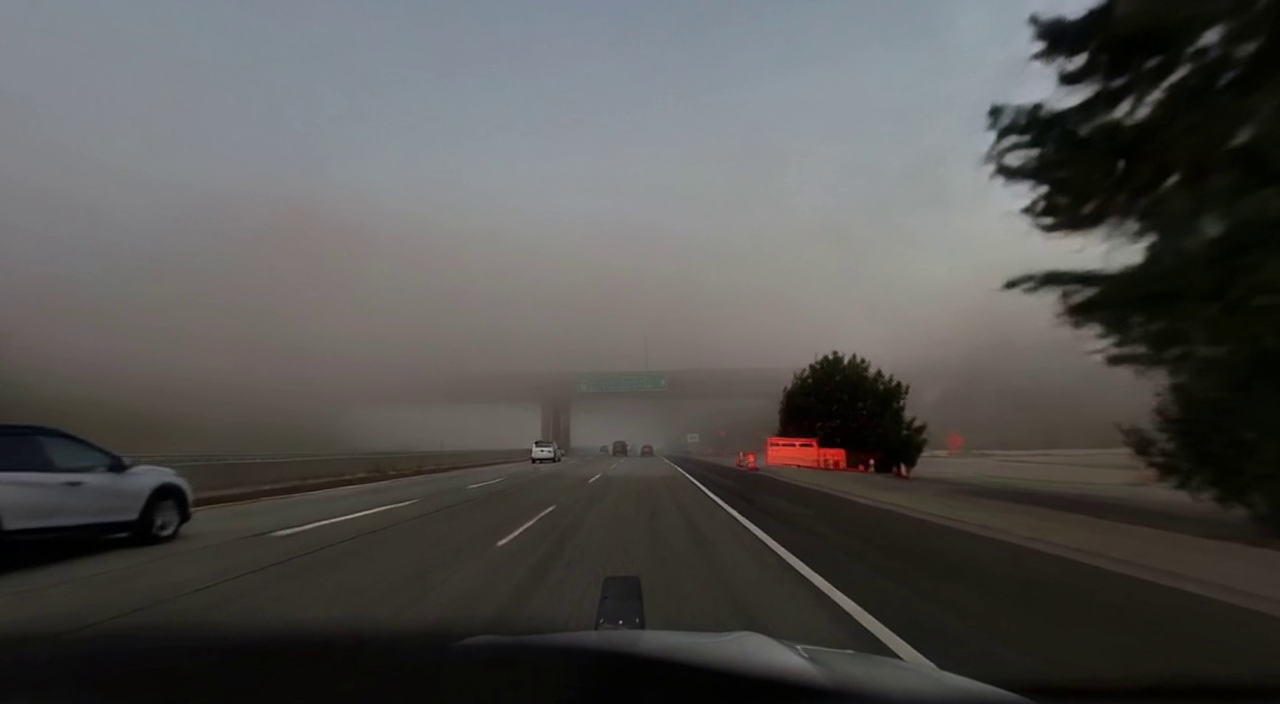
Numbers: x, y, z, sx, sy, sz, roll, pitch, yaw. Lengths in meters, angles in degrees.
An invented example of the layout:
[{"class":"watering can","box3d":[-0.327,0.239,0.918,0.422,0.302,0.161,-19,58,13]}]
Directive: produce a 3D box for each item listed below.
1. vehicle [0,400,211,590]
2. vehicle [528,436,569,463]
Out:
[{"class":"vehicle","box3d":[-6.889,1.310,5.821,2.169,1.701,5.113,0,-8,1]},{"class":"vehicle","box3d":[-6.430,6.924,44.706,2.103,1.775,4.966,0,-8,1]}]
